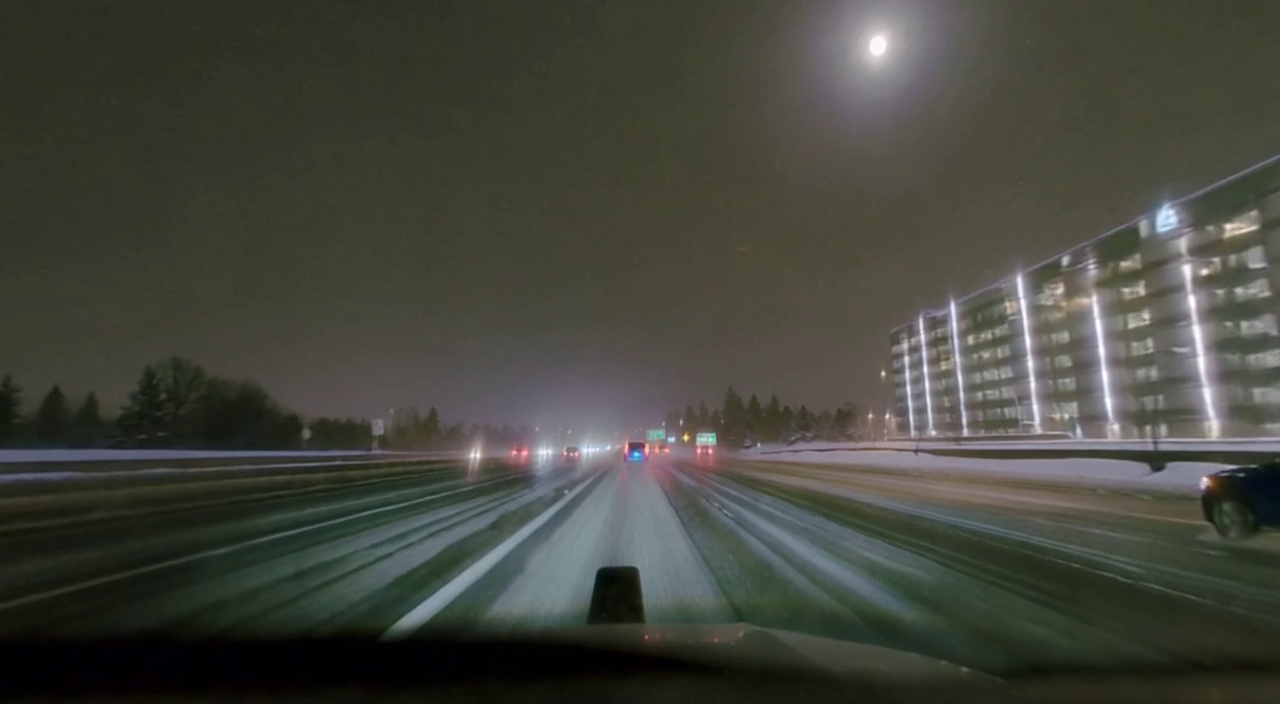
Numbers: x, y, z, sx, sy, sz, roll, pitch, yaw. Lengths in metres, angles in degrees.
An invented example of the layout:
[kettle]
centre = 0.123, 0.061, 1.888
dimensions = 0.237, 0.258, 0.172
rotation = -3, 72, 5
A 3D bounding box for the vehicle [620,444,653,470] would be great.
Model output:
[vehicle]
centre = -0.203, 6.683, 40.287
dimensions = 2.036, 1.542, 3.891
rotation = 0, -8, 0
